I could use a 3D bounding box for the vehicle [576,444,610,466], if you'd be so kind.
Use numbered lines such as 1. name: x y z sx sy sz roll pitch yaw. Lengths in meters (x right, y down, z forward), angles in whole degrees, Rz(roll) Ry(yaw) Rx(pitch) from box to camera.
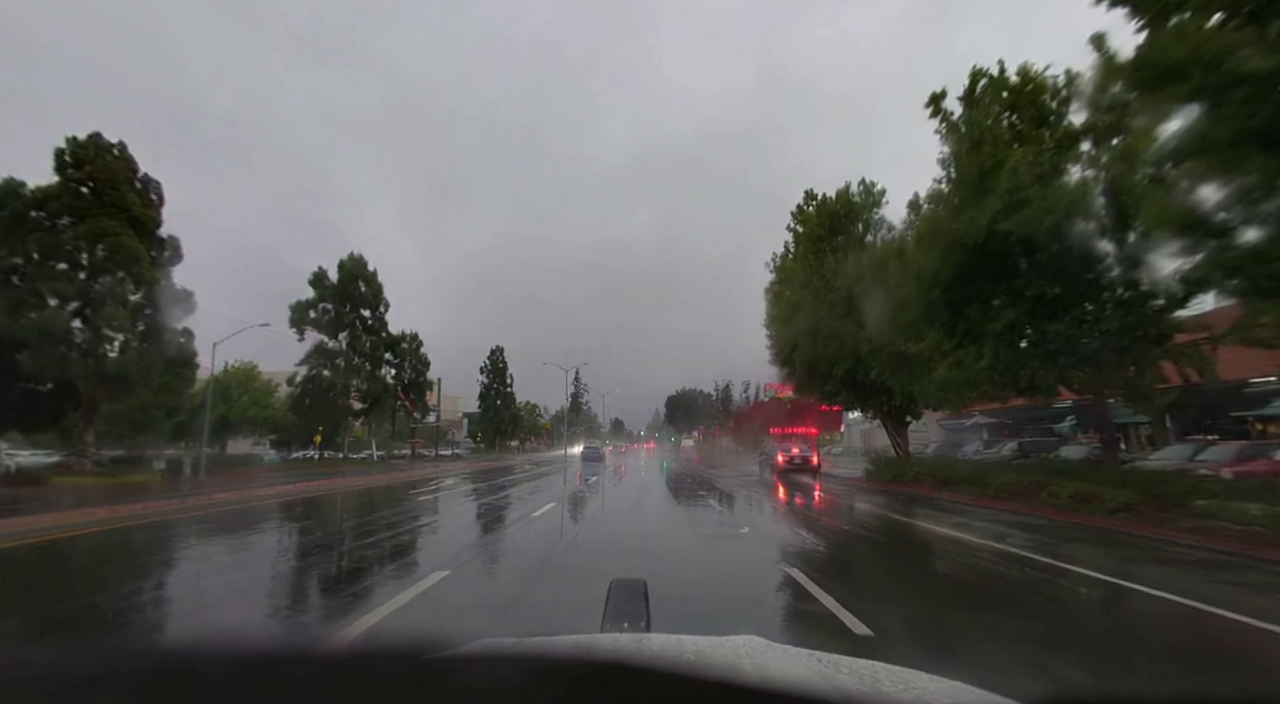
1. vehicle: -3.255 7.217 44.264 2.005 1.446 4.265 0 -8 0

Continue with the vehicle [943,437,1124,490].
1. vehicle: 12.833 3.634 20.812 4.597 1.643 1.932 0 -8 2

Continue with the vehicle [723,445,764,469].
1. vehicle: 6.945 7.115 42.919 1.869 1.516 4.767 0 -8 -1

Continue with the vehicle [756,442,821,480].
1. vehicle: 6.759 4.988 29.131 1.934 1.641 4.117 0 -8 -1
